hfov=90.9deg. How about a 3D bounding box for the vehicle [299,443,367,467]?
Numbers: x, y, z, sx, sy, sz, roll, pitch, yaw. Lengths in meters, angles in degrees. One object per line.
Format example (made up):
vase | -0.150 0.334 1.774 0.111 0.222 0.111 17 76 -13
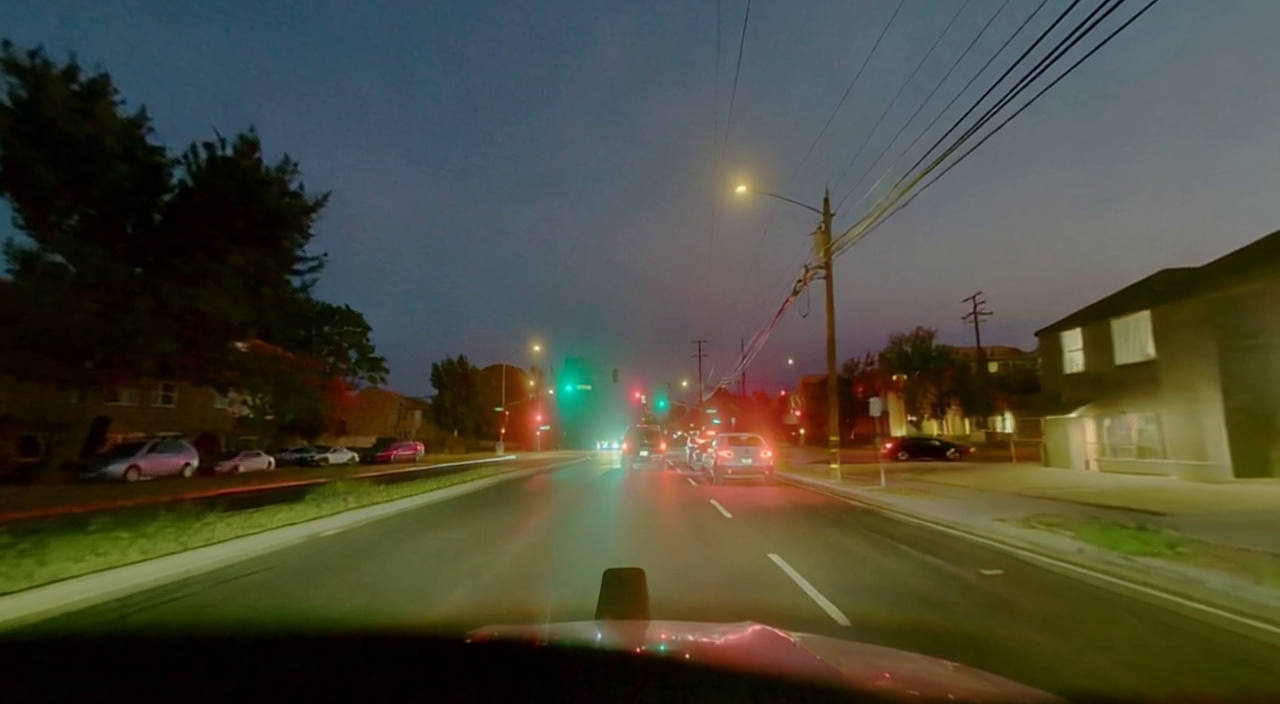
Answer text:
vehicle | -19.782 6.660 40.827 1.891 1.460 4.681 0 -8 2

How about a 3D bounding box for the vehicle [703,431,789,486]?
vehicle | 3.167 3.284 19.715 2.002 1.511 4.124 0 -8 1

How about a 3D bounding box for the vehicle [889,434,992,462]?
vehicle | 16.520 5.292 34.798 4.671 1.495 1.900 -1 -8 4

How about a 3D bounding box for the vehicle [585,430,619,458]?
vehicle | -2.673 6.626 45.342 1.999 1.864 4.279 0 -8 3

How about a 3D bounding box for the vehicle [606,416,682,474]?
vehicle | 0.159 3.788 25.640 2.769 2.087 5.130 0 -8 0

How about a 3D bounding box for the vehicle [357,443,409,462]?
vehicle | -19.737 7.738 48.633 1.830 1.436 4.771 0 -8 2

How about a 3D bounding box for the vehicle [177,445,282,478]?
vehicle | -19.852 5.276 30.750 1.866 1.471 4.770 0 -8 1

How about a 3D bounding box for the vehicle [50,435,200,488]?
vehicle | -20.130 4.281 24.962 2.046 1.874 4.448 0 -8 2
